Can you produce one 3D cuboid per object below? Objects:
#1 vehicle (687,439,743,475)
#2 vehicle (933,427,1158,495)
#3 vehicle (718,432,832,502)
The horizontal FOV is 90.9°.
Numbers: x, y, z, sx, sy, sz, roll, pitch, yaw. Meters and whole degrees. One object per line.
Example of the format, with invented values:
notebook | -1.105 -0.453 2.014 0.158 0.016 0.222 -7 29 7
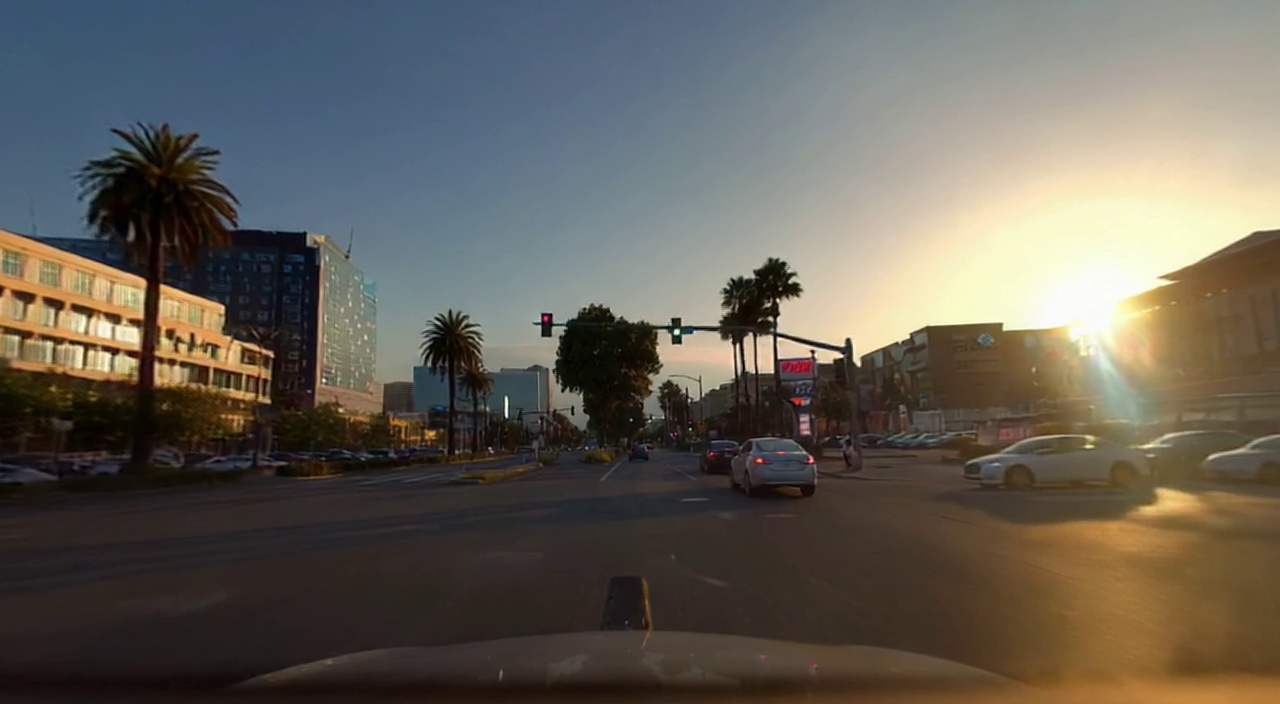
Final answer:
vehicle | 3.233 4.606 28.018 1.870 1.467 4.800 0 -8 0
vehicle | 10.563 2.859 16.743 4.448 1.640 2.160 0 -8 0
vehicle | 3.277 2.858 16.166 1.931 1.534 4.126 0 -8 -1
